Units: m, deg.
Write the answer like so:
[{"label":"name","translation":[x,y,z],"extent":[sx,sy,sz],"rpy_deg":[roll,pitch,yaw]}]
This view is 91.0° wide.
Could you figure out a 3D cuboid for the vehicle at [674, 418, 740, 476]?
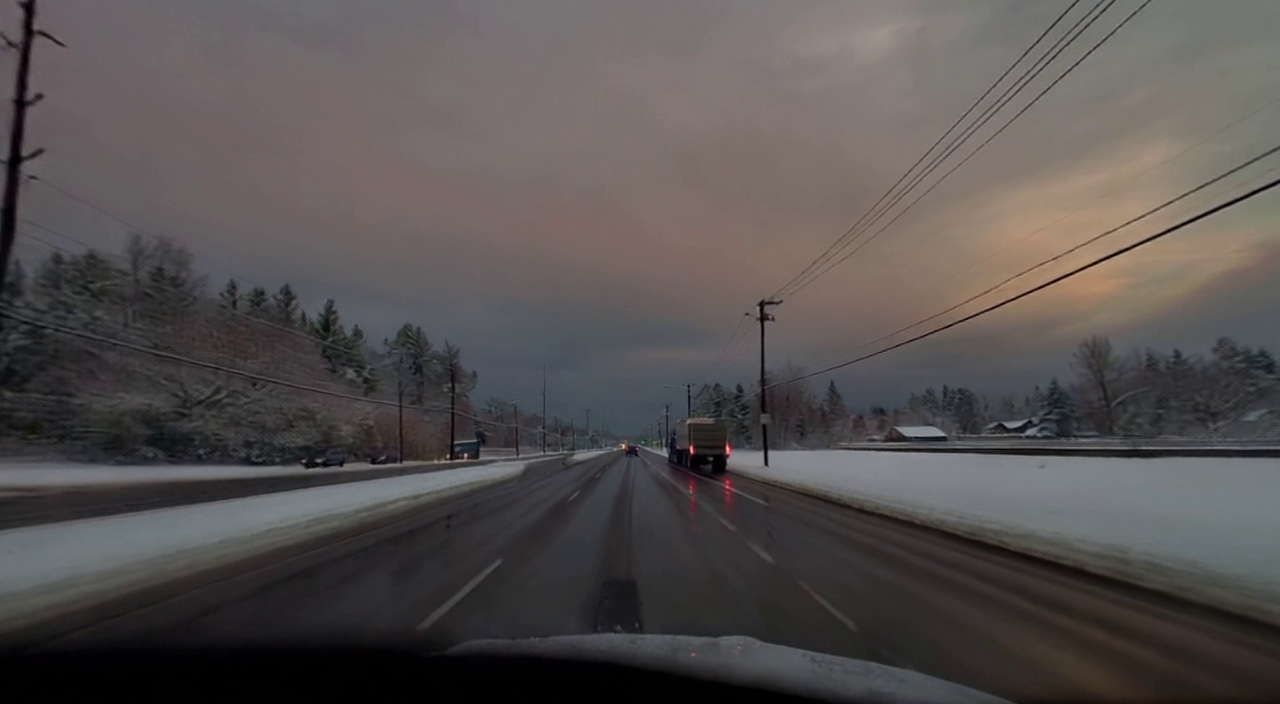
[{"label":"vehicle","translation":[3.514,5.272,34.943],"extent":[2.706,2.880,7.117],"rpy_deg":[0,-8,-2]}]
